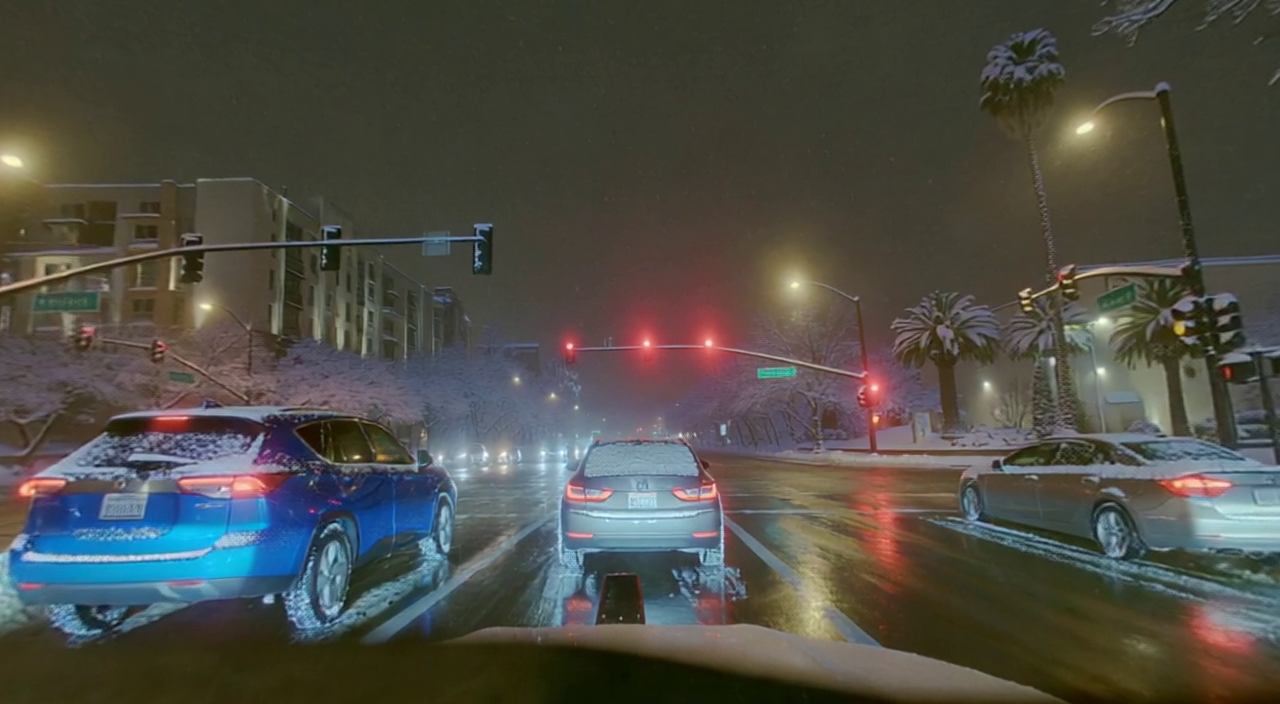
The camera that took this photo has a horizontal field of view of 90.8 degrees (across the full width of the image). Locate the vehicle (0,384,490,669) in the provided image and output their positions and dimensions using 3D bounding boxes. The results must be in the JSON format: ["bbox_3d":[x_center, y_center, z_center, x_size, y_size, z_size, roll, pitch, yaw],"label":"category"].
[{"bbox_3d":[-3.095,1.365,6.082,2.051,1.682,4.467,0,-8,2],"label":"vehicle"}]

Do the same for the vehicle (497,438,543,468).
[{"bbox_3d":[-7.911,6.698,42.066,2.130,1.810,4.450,-2,-8,1],"label":"vehicle"}]

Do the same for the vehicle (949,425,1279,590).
[{"bbox_3d":[6.095,1.756,8.082,1.970,1.489,4.482,0,-8,-1],"label":"vehicle"}]

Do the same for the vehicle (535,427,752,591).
[{"bbox_3d":[0.004,1.704,7.718,1.942,1.445,3.973,0,-8,-1],"label":"vehicle"}]
